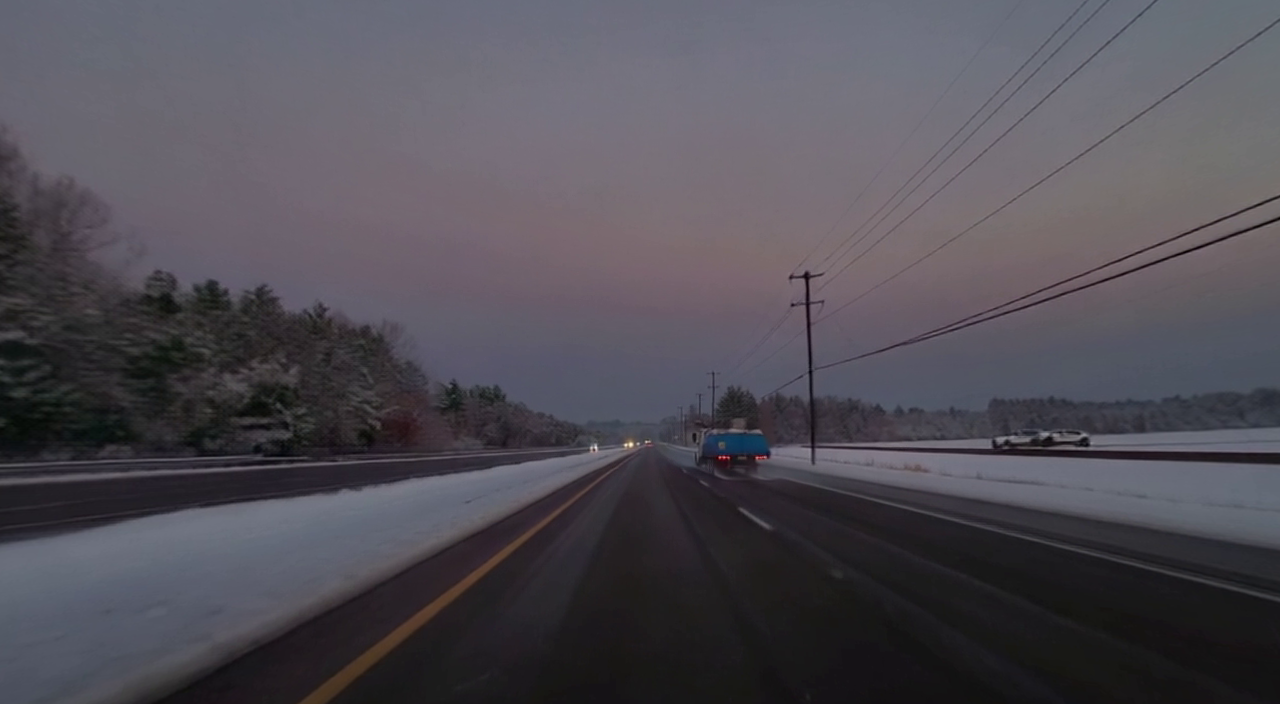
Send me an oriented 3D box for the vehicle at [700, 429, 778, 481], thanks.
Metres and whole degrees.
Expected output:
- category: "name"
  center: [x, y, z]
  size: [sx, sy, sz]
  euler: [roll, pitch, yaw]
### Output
- category: "vehicle"
  center: [3.816, 4.100, 25.328]
  size: [2.228, 1.852, 5.449]
  euler: [0, -8, 0]
